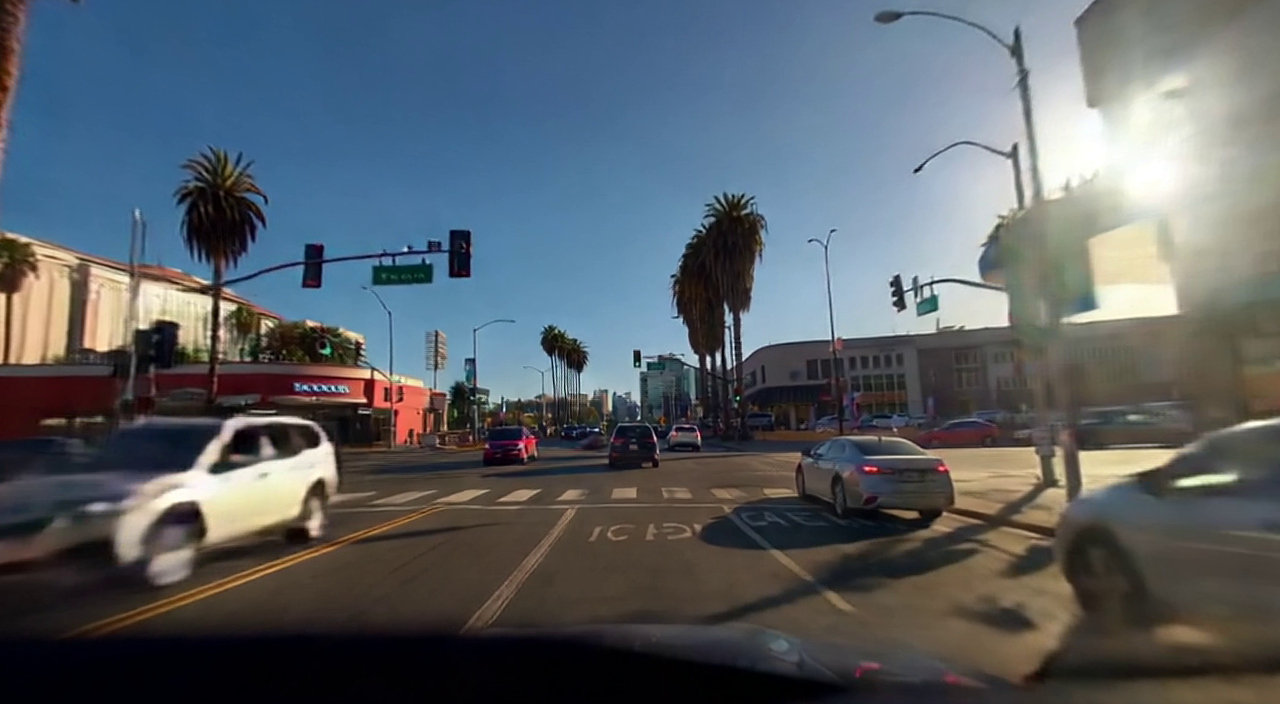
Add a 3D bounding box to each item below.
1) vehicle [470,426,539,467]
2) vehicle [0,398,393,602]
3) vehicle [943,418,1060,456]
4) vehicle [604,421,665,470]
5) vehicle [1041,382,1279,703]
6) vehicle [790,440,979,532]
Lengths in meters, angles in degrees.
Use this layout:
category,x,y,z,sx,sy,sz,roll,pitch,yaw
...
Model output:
category,x,y,z,sx,sy,sz,roll,pitch,yaw
vehicle,-5.954,4.230,28.318,2.040,1.670,4.508,0,-8,0
vehicle,-5.322,1.693,8.206,2.324,1.808,4.946,0,-8,-1
vehicle,17.030,4.040,29.932,4.304,1.685,1.947,0,-8,1
vehicle,-0.253,3.833,25.962,2.264,1.798,4.531,0,-8,-1
vehicle,4.405,0.980,3.079,2.070,1.711,4.480,-1,-8,3
vehicle,4.488,2.509,12.544,1.963,1.449,4.653,0,-8,1
